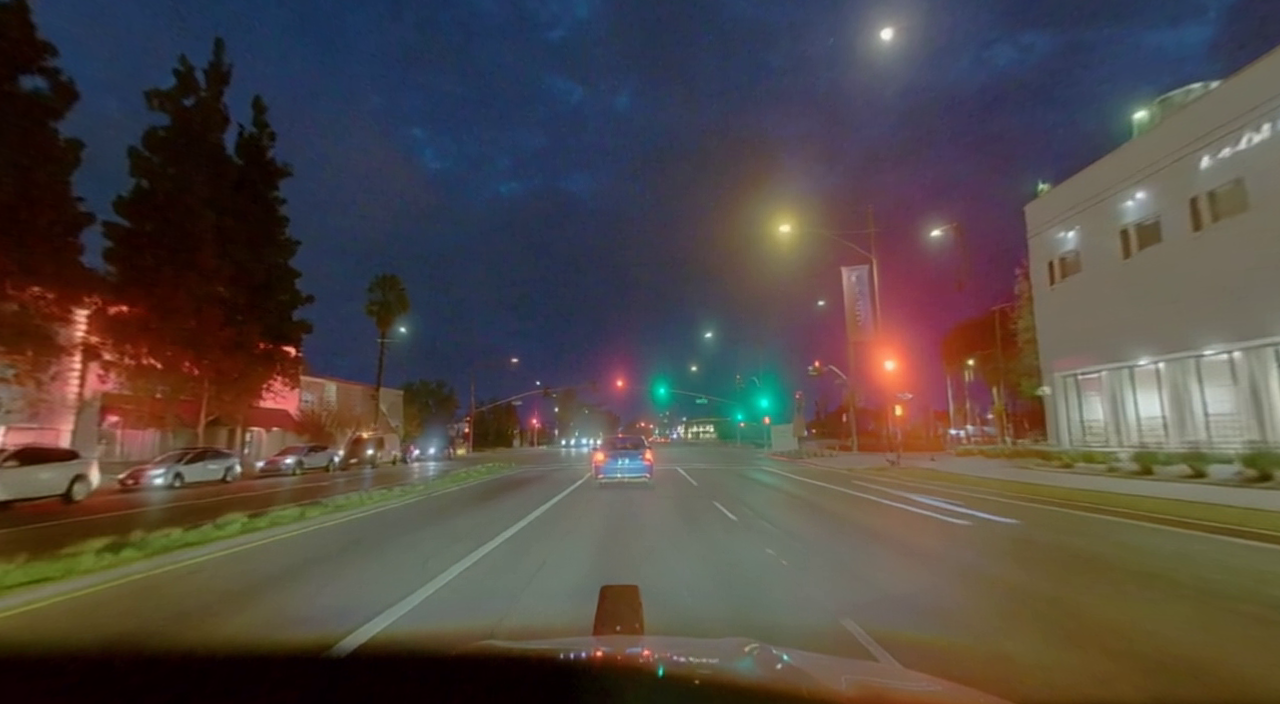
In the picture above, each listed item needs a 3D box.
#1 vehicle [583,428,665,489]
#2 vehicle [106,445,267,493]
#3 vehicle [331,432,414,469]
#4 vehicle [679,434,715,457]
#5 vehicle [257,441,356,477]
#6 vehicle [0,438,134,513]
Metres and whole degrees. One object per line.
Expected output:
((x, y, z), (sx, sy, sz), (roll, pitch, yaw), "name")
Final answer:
((-0.389, 2.923, 17.640), (2.045, 1.510, 3.690), (0, -8, 0), "vehicle")
((-15.668, 4.024, 22.267), (1.931, 1.455, 5.023), (0, -8, 0), "vehicle")
((-15.414, 5.710, 36.846), (2.250, 1.981, 5.861), (0, -8, 0), "vehicle")
((3.736, 6.259, 42.281), (2.122, 1.454, 4.271), (0, -8, 1), "vehicle")
((-15.594, 4.997, 29.847), (2.131, 1.560, 4.563), (0, -8, 1), "vehicle")
((-15.522, 2.979, 15.529), (2.130, 1.692, 4.734), (0, -8, 2), "vehicle")
